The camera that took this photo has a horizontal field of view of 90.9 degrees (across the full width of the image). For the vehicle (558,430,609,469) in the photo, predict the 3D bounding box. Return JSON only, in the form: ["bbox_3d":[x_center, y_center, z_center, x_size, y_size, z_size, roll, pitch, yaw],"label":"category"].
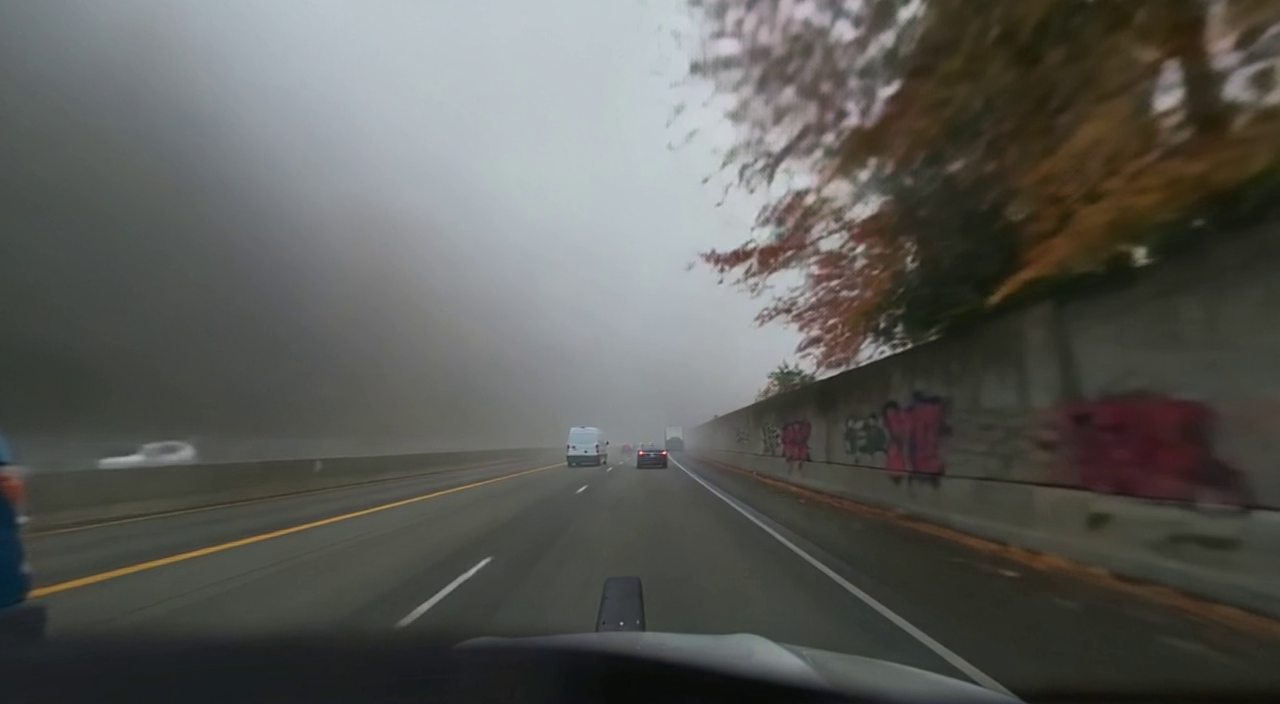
[{"bbox_3d":[-3.090,5.446,35.355,2.199,1.973,5.078,0,-8,2],"label":"vehicle"}]

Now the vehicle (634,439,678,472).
[{"bbox_3d":[0.781,5.102,31.240,2.071,1.487,3.948,0,-8,1],"label":"vehicle"}]

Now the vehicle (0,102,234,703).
[{"bbox_3d":[-3.881,0.038,0.869,2.297,2.687,6.317,0,-8,1],"label":"vehicle"}]
